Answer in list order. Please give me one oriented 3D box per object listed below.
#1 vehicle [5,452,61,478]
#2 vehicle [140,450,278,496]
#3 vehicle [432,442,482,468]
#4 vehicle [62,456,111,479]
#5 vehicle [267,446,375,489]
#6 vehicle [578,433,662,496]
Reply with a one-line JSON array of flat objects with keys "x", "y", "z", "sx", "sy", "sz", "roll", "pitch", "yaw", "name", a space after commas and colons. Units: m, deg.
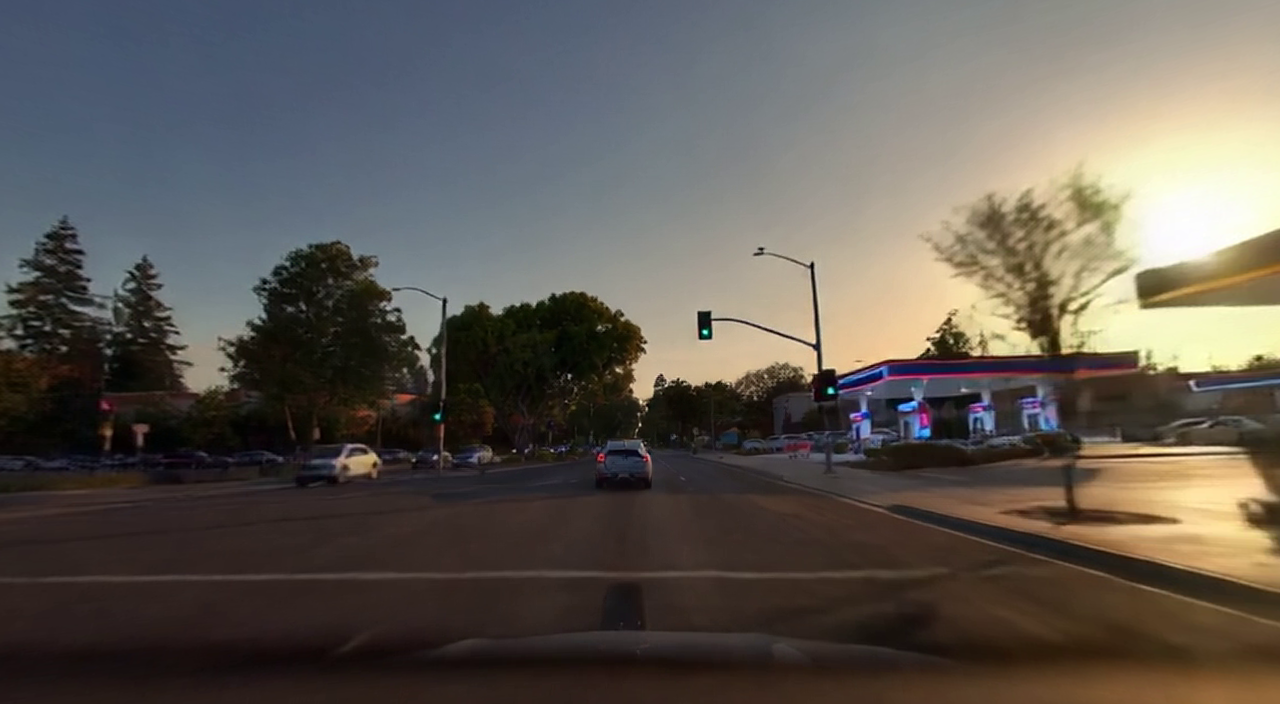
[{"x": -43.900, "y": 8.127, "z": 45.510, "sx": 4.745, "sy": 1.716, "sz": 2.224, "roll": -6, "pitch": -11, "yaw": 40, "name": "vehicle"}, {"x": -16.129, "y": 4.521, "z": 23.950, "sx": 1.920, "sy": 1.481, "sz": 4.660, "roll": 0, "pitch": -8, "yaw": 1, "name": "vehicle"}, {"x": -12.236, "y": 6.898, "z": 42.405, "sx": 1.994, "sy": 1.647, "sz": 4.331, "roll": 0, "pitch": -8, "yaw": 1, "name": "vehicle"}, {"x": -42.180, "y": 8.780, "z": 47.943, "sx": 3.985, "sy": 1.544, "sz": 1.963, "roll": -6, "pitch": -11, "yaw": 38, "name": "vehicle"}, {"x": -12.745, "y": 4.601, "z": 25.525, "sx": 1.989, "sy": 1.539, "sz": 4.413, "roll": 0, "pitch": -8, "yaw": 1, "name": "vehicle"}, {"x": -0.475, "y": 3.072, "z": 17.580, "sx": 2.062, "sy": 1.519, "sz": 4.214, "roll": 1, "pitch": -8, "yaw": 0, "name": "vehicle"}]
